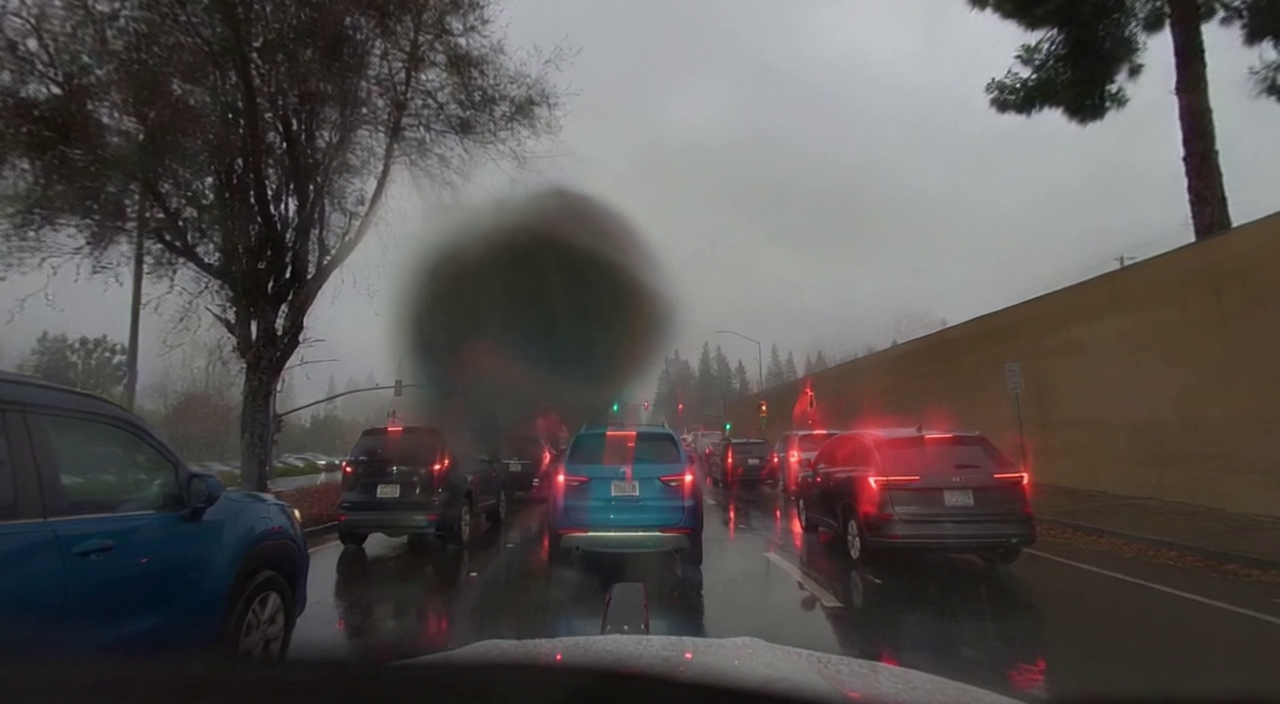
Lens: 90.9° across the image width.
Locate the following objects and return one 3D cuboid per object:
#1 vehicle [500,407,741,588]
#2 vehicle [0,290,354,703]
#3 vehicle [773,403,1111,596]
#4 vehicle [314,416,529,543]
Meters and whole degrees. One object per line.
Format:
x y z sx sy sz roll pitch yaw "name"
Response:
-0.150 1.655 7.939 2.245 1.677 3.913 0 -8 1 "vehicle"
-3.512 0.828 3.110 2.070 1.913 4.450 0 -8 0 "vehicle"
3.147 1.619 7.806 2.029 1.702 4.281 0 -8 0 "vehicle"
-3.492 2.135 11.235 2.067 1.759 4.631 0 -8 1 "vehicle"
